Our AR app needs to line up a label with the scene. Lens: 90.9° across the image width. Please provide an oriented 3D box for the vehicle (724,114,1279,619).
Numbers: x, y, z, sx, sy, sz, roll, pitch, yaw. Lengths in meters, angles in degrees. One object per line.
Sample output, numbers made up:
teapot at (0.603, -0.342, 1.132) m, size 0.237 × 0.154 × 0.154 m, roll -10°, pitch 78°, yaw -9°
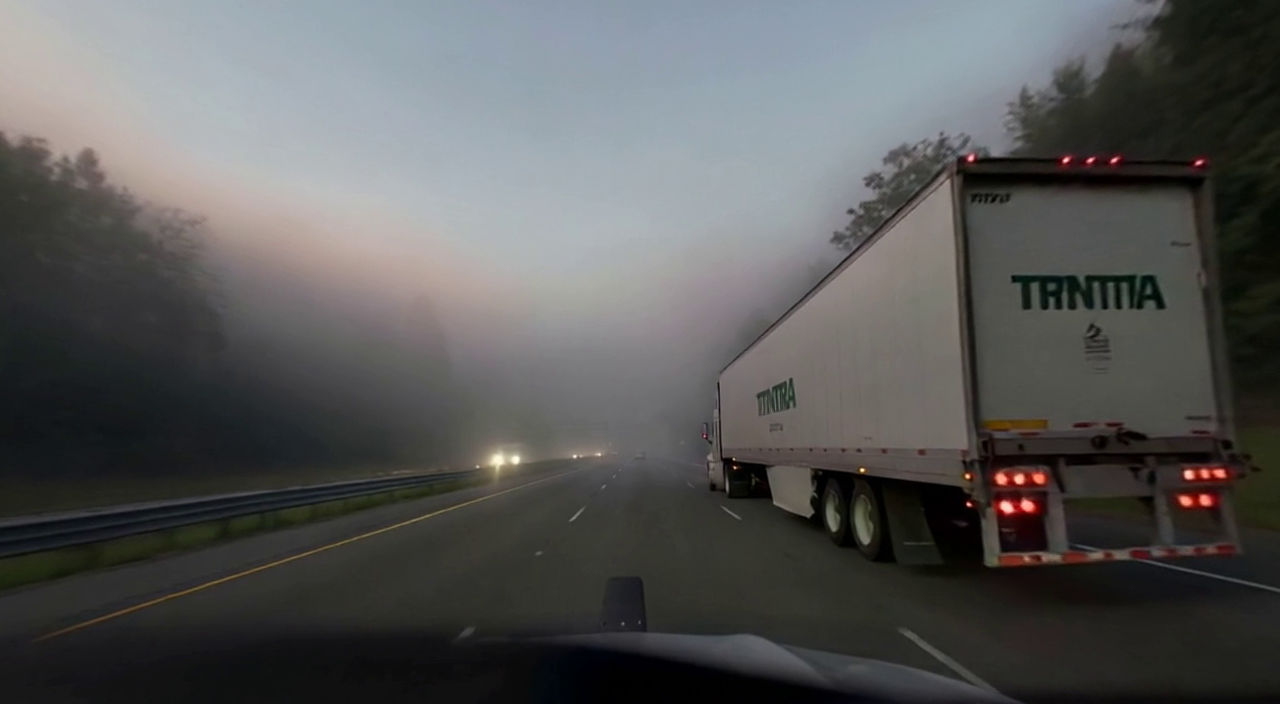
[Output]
vehicle at (4.123, 1.099, 12.019) m, size 2.947 × 4.020 × 14.220 m, roll 0°, pitch -9°, yaw -1°
